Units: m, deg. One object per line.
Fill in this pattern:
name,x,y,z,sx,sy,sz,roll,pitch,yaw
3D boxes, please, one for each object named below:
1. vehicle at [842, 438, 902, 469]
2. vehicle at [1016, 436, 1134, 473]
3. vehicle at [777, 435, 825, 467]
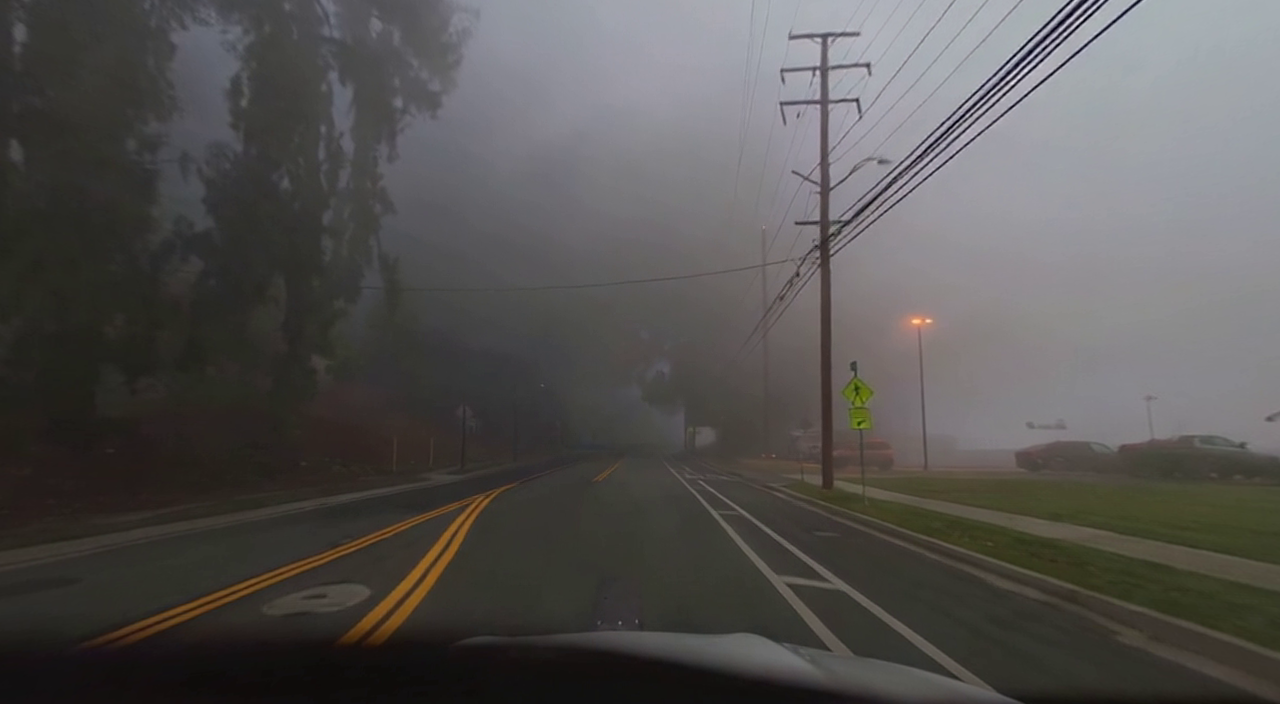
vehicle,13.612,5.968,37.180,1.935,1.683,4.669,0,-9,2
vehicle,21.109,4.966,30.699,3.943,1.664,2.391,0,-8,-1
vehicle,10.340,6.383,40.772,1.912,1.953,4.651,0,-9,0
